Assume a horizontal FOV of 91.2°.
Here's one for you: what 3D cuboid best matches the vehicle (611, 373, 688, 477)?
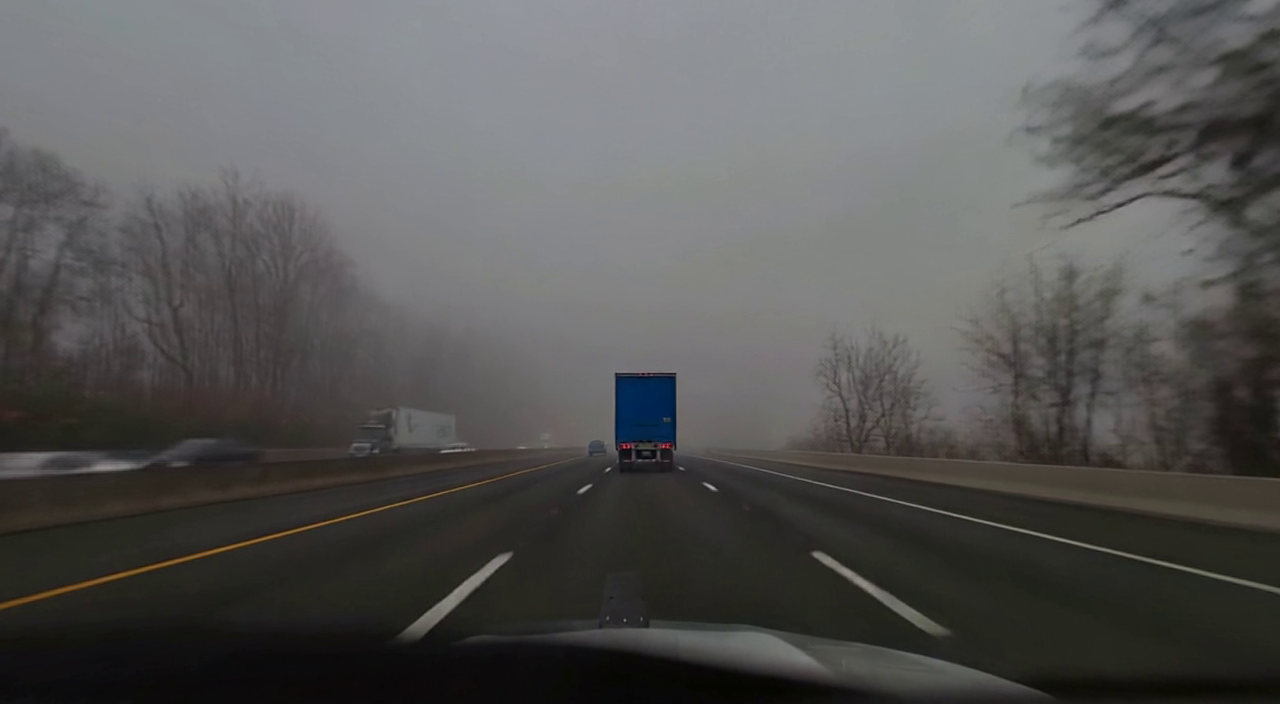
[{"bbox_3d":[0.388,3.607,29.840,3.010,4.039,10.481,0,-8,0],"label":"vehicle"}]

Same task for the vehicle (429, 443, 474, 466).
[{"bbox_3d":[-12.557,6.858,42.021,1.811,1.445,3.854,0,-8,-1],"label":"vehicle"}]
